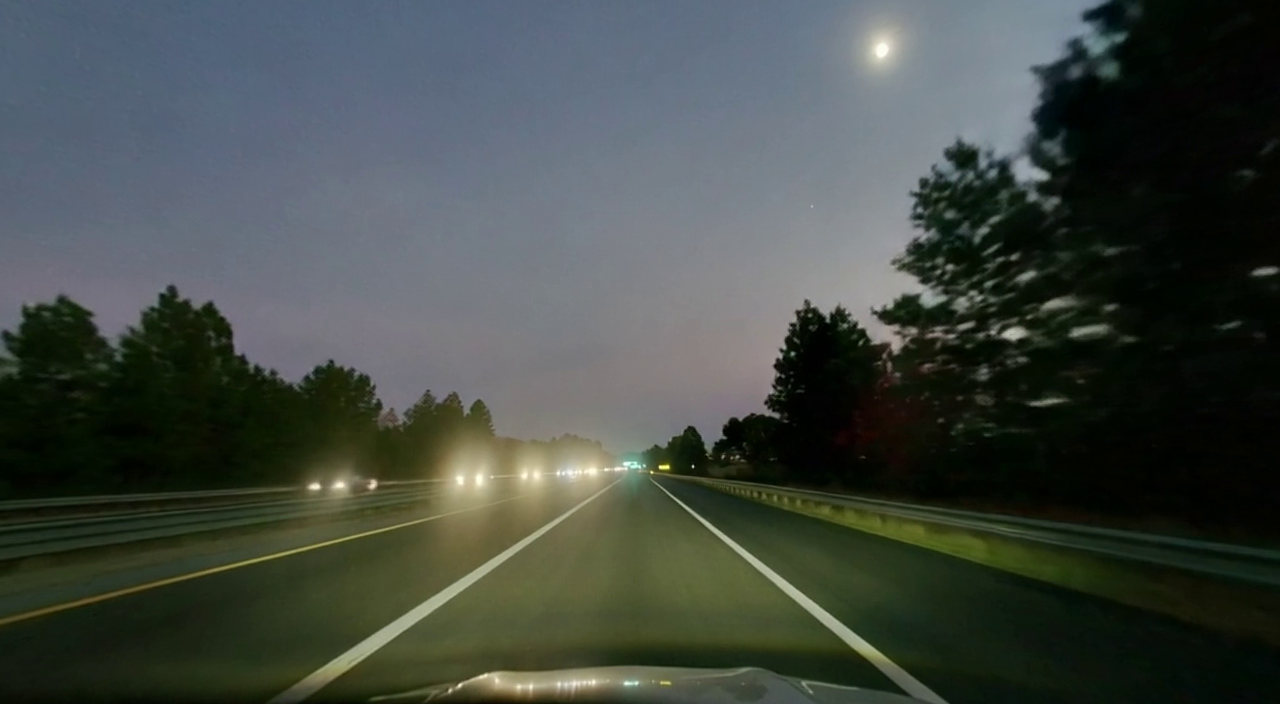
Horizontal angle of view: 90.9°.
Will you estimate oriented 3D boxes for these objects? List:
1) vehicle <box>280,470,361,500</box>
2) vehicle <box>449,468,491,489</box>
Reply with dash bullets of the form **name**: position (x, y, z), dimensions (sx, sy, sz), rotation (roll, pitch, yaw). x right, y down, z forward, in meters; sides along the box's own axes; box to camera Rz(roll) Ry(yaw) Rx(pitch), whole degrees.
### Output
- **vehicle**: position (-16.870, 7.045, 33.564), dimensions (1.948, 1.465, 4.583), rotation (1, -11, 0)
- **vehicle**: position (-12.820, 9.571, 47.812), dimensions (1.932, 1.473, 4.509), rotation (1, -11, 0)
